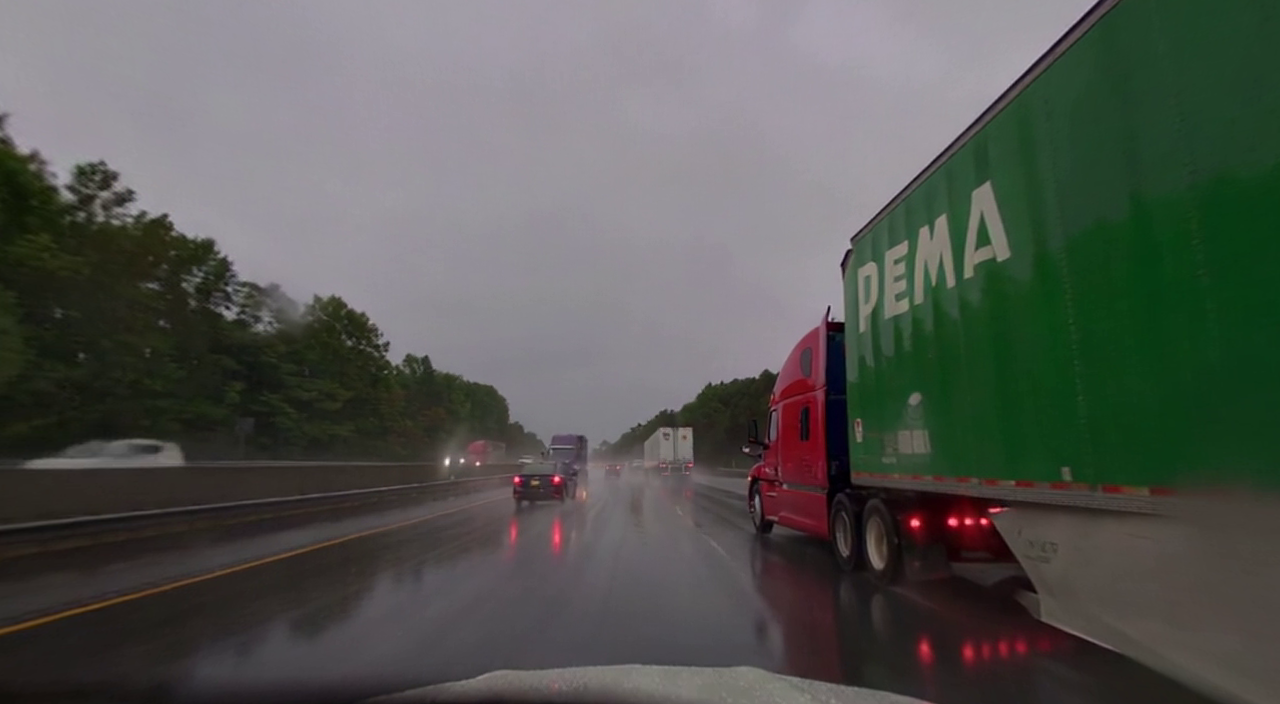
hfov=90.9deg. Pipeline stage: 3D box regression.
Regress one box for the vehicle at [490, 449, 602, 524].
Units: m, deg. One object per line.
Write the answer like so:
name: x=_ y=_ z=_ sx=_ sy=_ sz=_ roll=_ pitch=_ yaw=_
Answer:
vehicle: x=-2.215 y=3.389 z=16.280 sx=2.010 sy=1.580 sz=4.949 roll=0 pitch=-10 yaw=1

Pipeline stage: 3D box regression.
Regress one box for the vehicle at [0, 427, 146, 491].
vehicle: x=-15.873 y=2.895 z=17.016 sx=1.797 sy=1.497 sz=3.967 roll=1 pitch=-10 yaw=-1

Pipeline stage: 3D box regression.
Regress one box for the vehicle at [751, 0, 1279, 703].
vehicle: x=3.846 y=0.474 z=6.068 sx=2.856 sy=4.040 sz=14.009 roll=1 pitch=-10 yaw=-1
